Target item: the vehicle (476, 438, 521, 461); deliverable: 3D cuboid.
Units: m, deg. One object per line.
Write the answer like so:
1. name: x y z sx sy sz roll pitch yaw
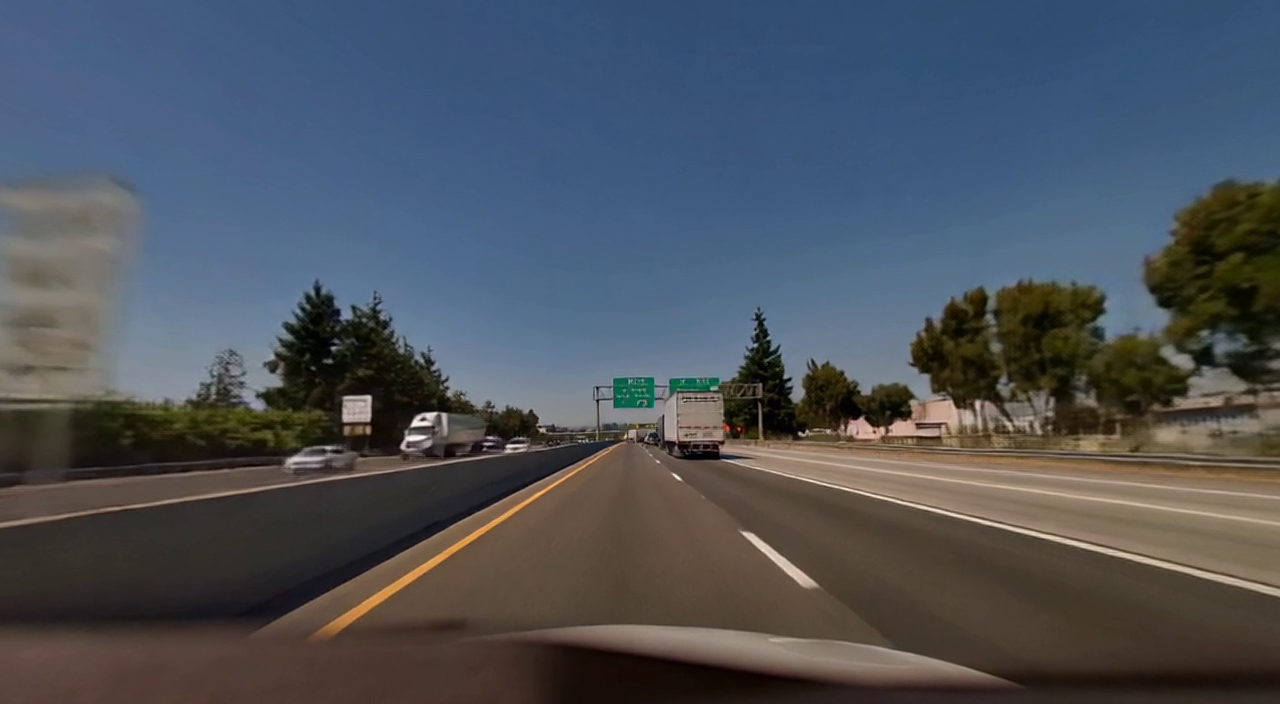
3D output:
1. vehicle: -9.529 6.582 42.810 2.015 1.471 4.662 0 -8 -1

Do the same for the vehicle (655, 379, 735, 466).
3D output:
1. vehicle: 2.714 4.136 35.940 2.954 3.995 13.335 0 -8 -2

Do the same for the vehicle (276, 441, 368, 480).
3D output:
1. vehicle: -13.194 4.508 26.438 1.938 1.457 3.812 0 -8 -1
